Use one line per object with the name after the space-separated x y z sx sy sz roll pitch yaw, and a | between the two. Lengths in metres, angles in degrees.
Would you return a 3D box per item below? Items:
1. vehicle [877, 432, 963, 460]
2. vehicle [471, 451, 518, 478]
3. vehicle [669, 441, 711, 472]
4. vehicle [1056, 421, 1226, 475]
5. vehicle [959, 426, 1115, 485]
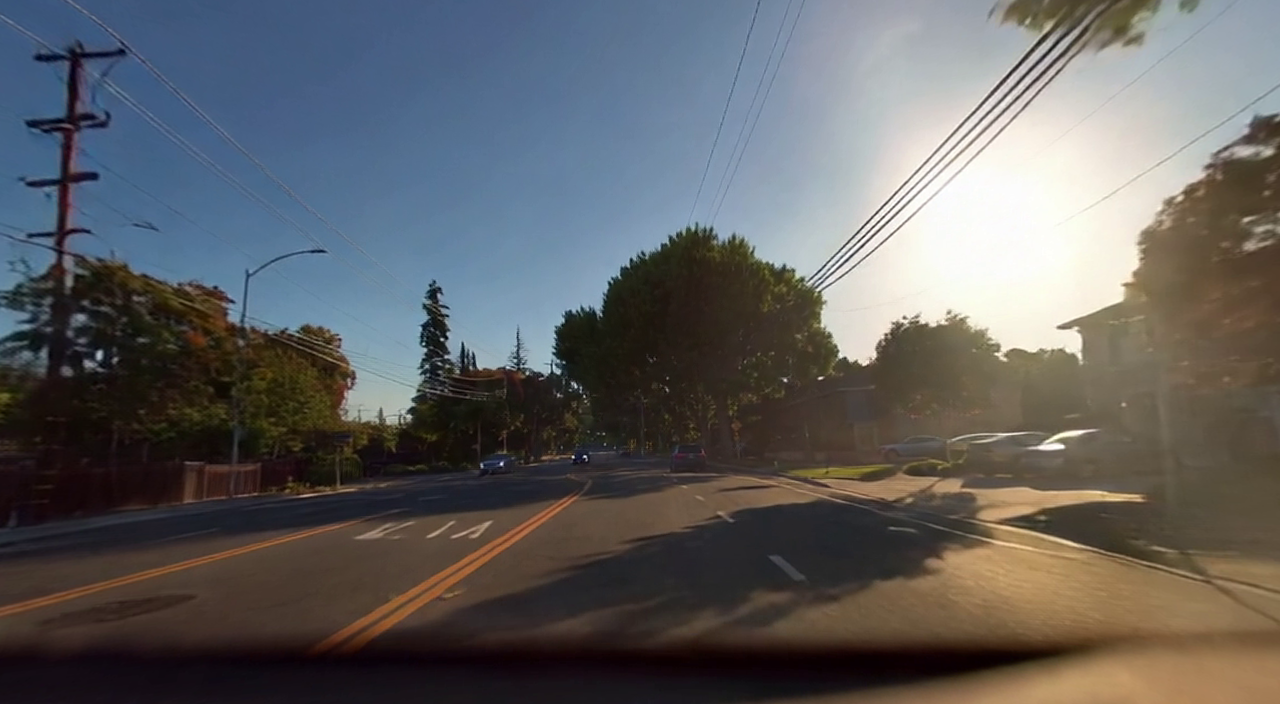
18.278 6.166 41.142 4.766 1.493 2.076 -9 -11 30 | vehicle
-9.748 7.534 42.521 2.050 1.536 4.537 -4 -9 0 | vehicle
3.195 6.771 41.101 2.144 1.843 4.827 0 -9 -3 | vehicle
15.954 3.104 20.438 1.747 1.405 4.372 -4 -8 -2 | vehicle
12.247 3.250 19.931 1.970 1.561 4.725 -2 -9 3 | vehicle
